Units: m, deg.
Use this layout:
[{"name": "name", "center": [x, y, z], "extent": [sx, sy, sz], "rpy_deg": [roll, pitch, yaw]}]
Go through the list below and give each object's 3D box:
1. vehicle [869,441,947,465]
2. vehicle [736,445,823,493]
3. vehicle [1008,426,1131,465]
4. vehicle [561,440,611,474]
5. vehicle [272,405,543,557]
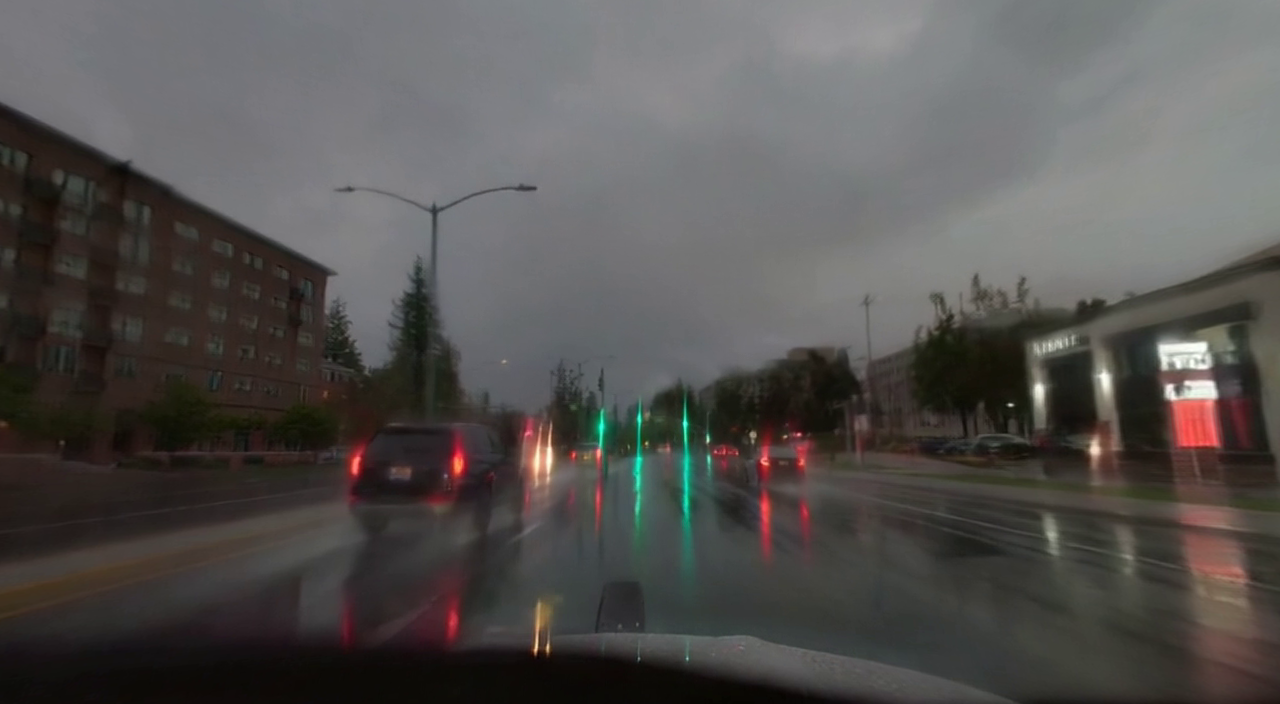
[{"name": "vehicle", "center": [19.709, 7.435, 46.425], "extent": [4.972, 1.547, 2.226], "rpy_deg": [2, -10, -21]}, {"name": "vehicle", "center": [4.732, 4.026, 22.114], "extent": [1.960, 1.471, 4.378], "rpy_deg": [0, -9, -1]}, {"name": "vehicle", "center": [27.793, 6.167, 41.424], "extent": [2.943, 2.298, 7.374], "rpy_deg": [0, -9, 0]}, {"name": "vehicle", "center": [-3.033, 6.082, 36.793], "extent": [2.305, 1.833, 4.912], "rpy_deg": [-1, -9, 2]}, {"name": "vehicle", "center": [-3.305, 2.014, 10.607], "extent": [2.450, 1.866, 5.416], "rpy_deg": [0, -9, 0]}]
